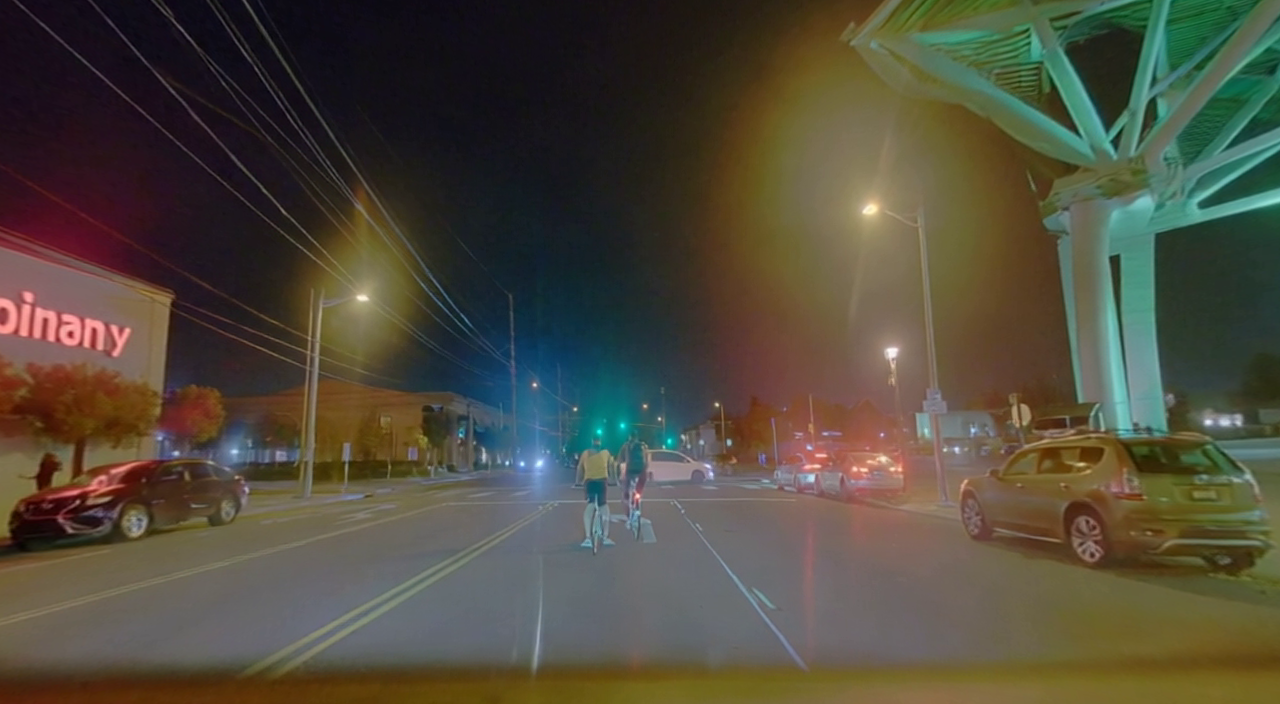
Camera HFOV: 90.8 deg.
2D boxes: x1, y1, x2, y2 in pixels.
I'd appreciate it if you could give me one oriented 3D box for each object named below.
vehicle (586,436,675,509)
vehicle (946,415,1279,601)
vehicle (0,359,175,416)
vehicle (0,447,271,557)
[{"bbox_3d":[-0.189,3.284,17.665,2.190,1.783,4.048,0,-8,1],"label":"vehicle"},{"bbox_3d":[5.822,1.749,7.945,1.873,1.714,3.979,0,-8,-1],"label":"vehicle"},{"bbox_3d":[-17.100,1.144,19.699,3.685,1.584,1.708,1,-9,-3],"label":"vehicle"},{"bbox_3d":[-10.234,2.918,13.228,2.075,1.816,4.900,0,-8,-1],"label":"vehicle"}]
